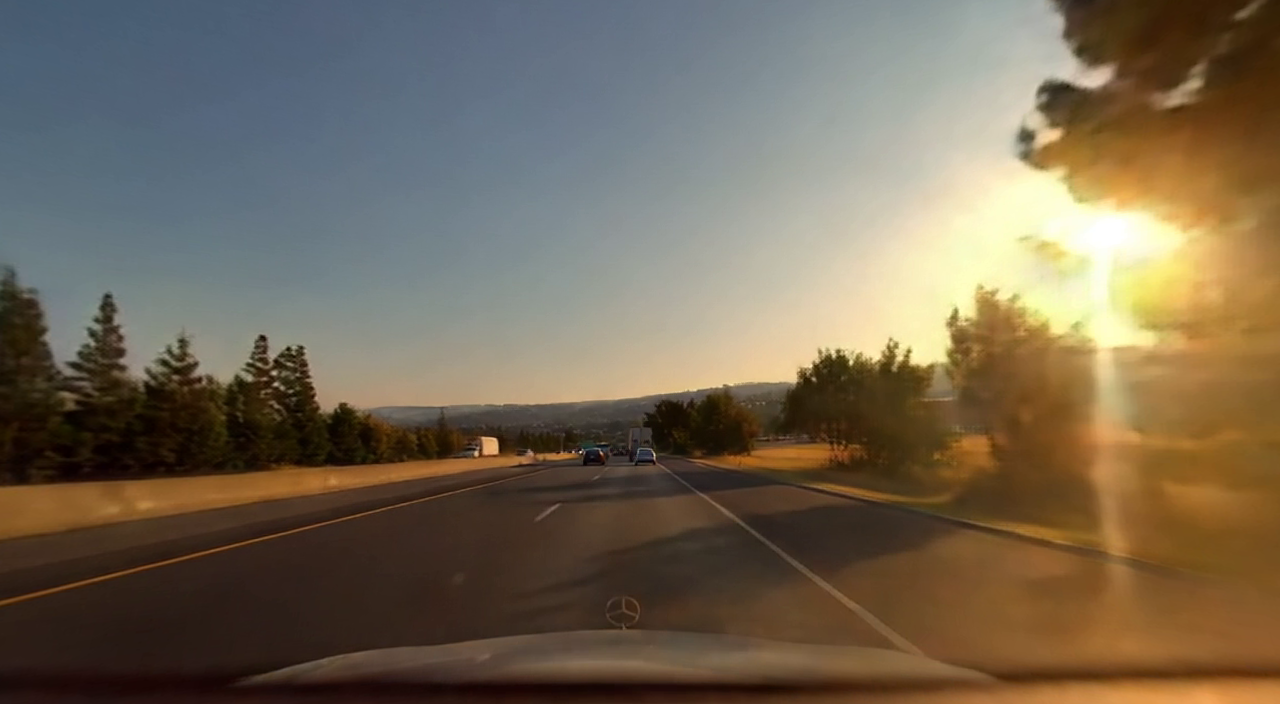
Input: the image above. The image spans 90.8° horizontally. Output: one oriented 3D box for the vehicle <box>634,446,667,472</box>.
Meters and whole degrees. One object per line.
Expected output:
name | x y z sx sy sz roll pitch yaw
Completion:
vehicle | 0.627 7.032 41.653 1.992 1.593 3.937 0 -9 -1
